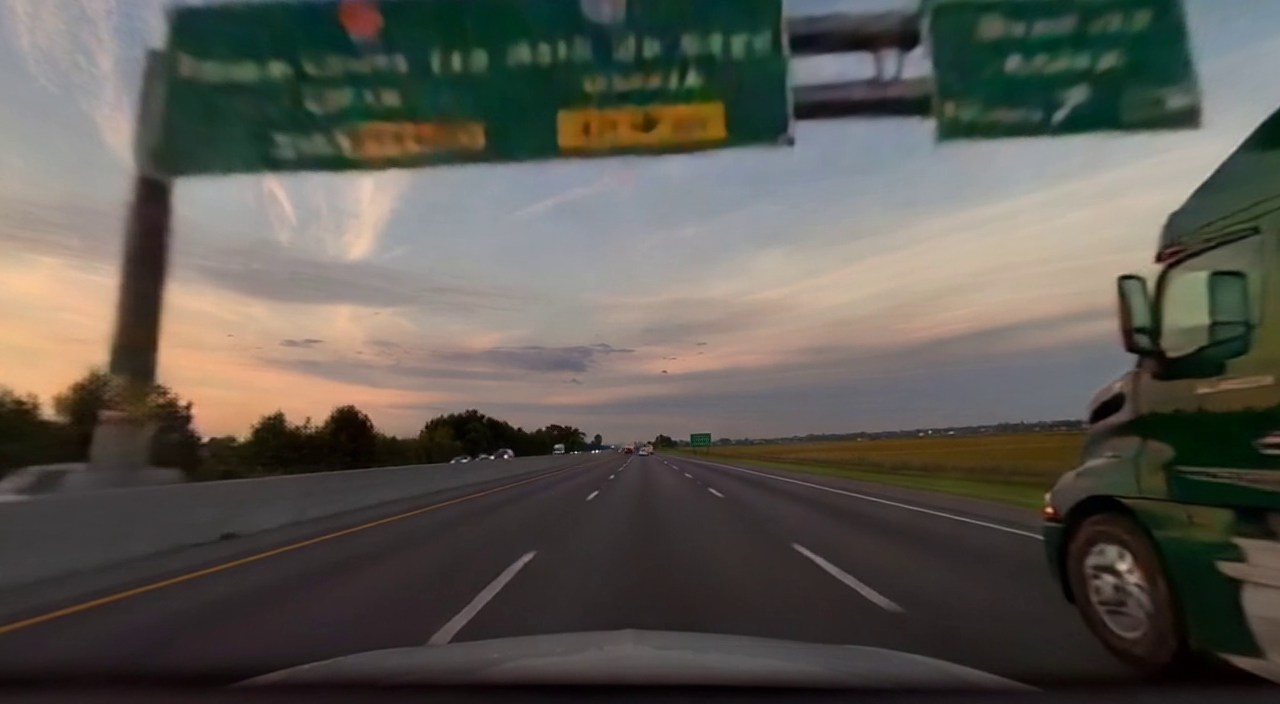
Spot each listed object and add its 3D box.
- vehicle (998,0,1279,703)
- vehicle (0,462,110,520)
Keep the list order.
[{"bbox_3d":[3.997,-0.287,1.138,3.051,3.968,5.943,0,-9,0],"label":"vehicle"},{"bbox_3d":[-18.200,3.929,18.018,1.945,1.482,4.735,0,-9,0],"label":"vehicle"}]
